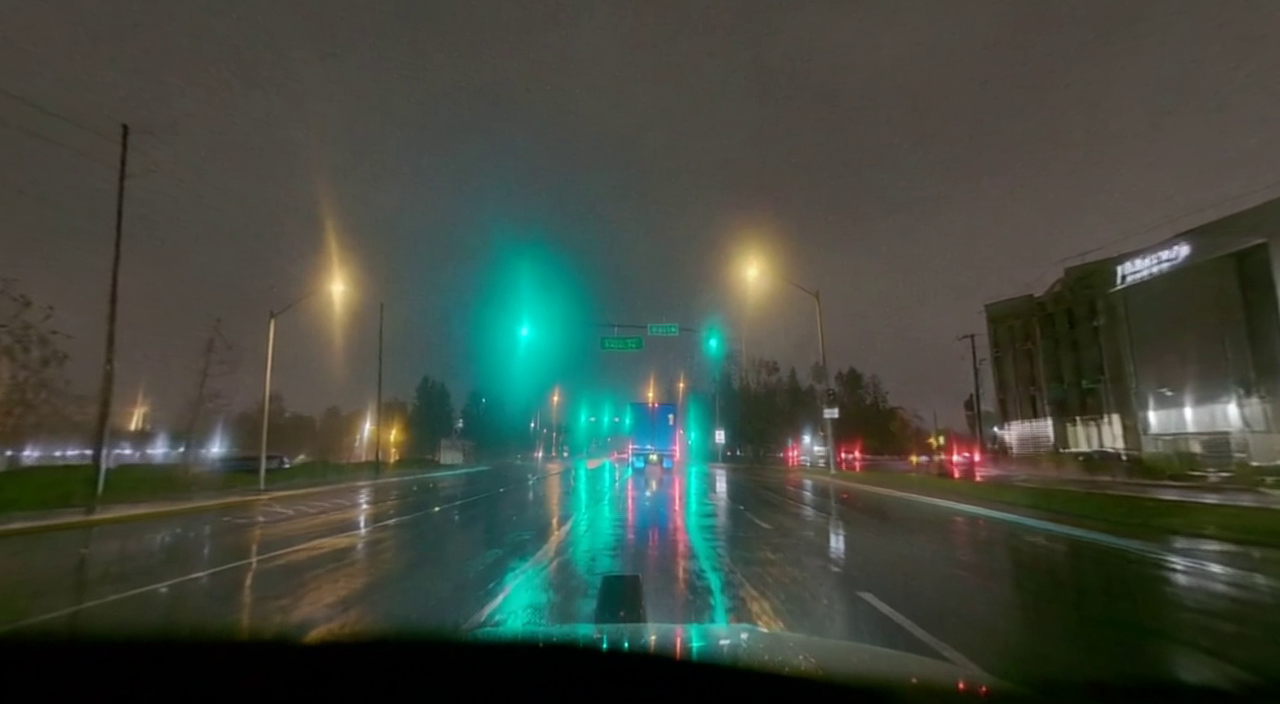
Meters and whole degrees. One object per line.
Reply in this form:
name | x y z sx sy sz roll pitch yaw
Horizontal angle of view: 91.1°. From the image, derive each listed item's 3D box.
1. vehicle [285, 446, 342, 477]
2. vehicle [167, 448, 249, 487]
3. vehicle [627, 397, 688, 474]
vehicle | -24.337 8.148 46.977 1.677 2.145 4.698 0 -9 0
vehicle | -24.895 6.606 36.309 1.715 2.103 3.719 -1 -9 7
vehicle | 0.774 5.194 38.227 2.992 3.949 11.815 0 -9 -2
